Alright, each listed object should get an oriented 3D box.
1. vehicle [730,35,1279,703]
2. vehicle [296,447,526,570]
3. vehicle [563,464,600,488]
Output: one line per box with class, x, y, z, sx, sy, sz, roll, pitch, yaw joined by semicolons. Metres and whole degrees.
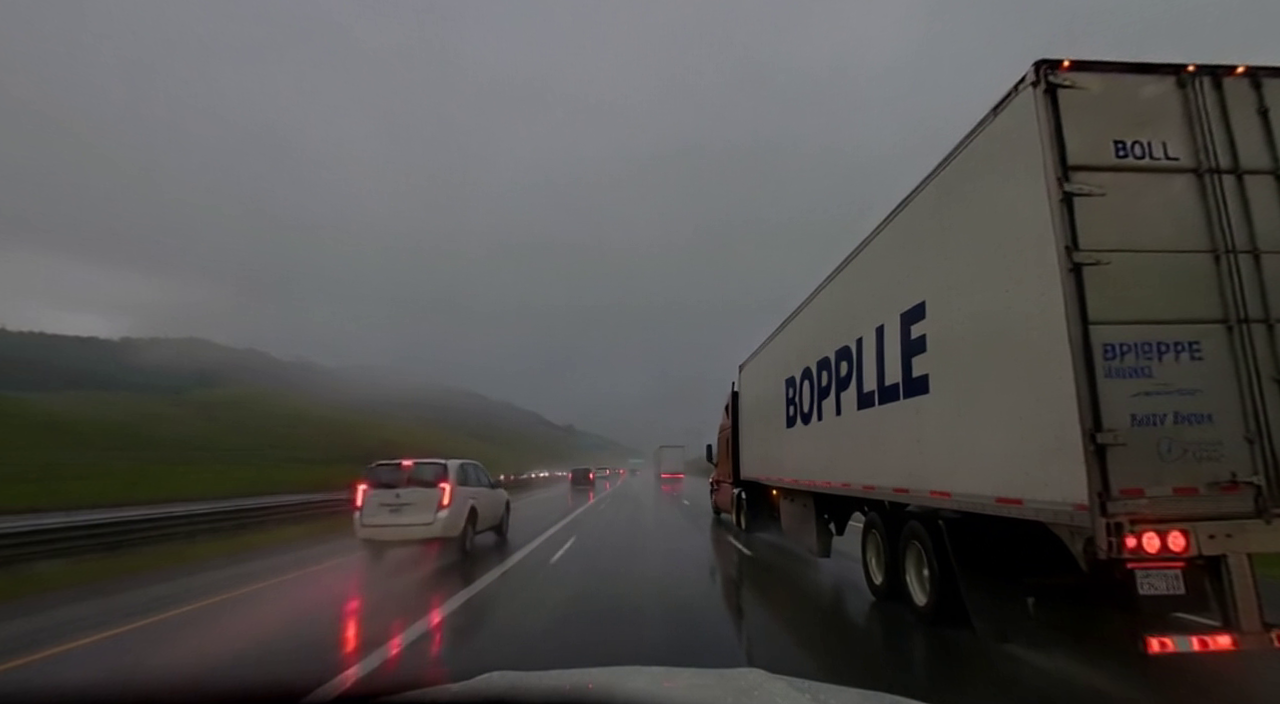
vehicle;4.058;1.291;10.554;2.839;4.062;14.051;1;-11;-1
vehicle;-3.275;2.372;10.128;2.021;1.505;4.286;1;-11;1
vehicle;-3.999;8.649;44.037;2.088;1.566;4.853;1;-11;0
